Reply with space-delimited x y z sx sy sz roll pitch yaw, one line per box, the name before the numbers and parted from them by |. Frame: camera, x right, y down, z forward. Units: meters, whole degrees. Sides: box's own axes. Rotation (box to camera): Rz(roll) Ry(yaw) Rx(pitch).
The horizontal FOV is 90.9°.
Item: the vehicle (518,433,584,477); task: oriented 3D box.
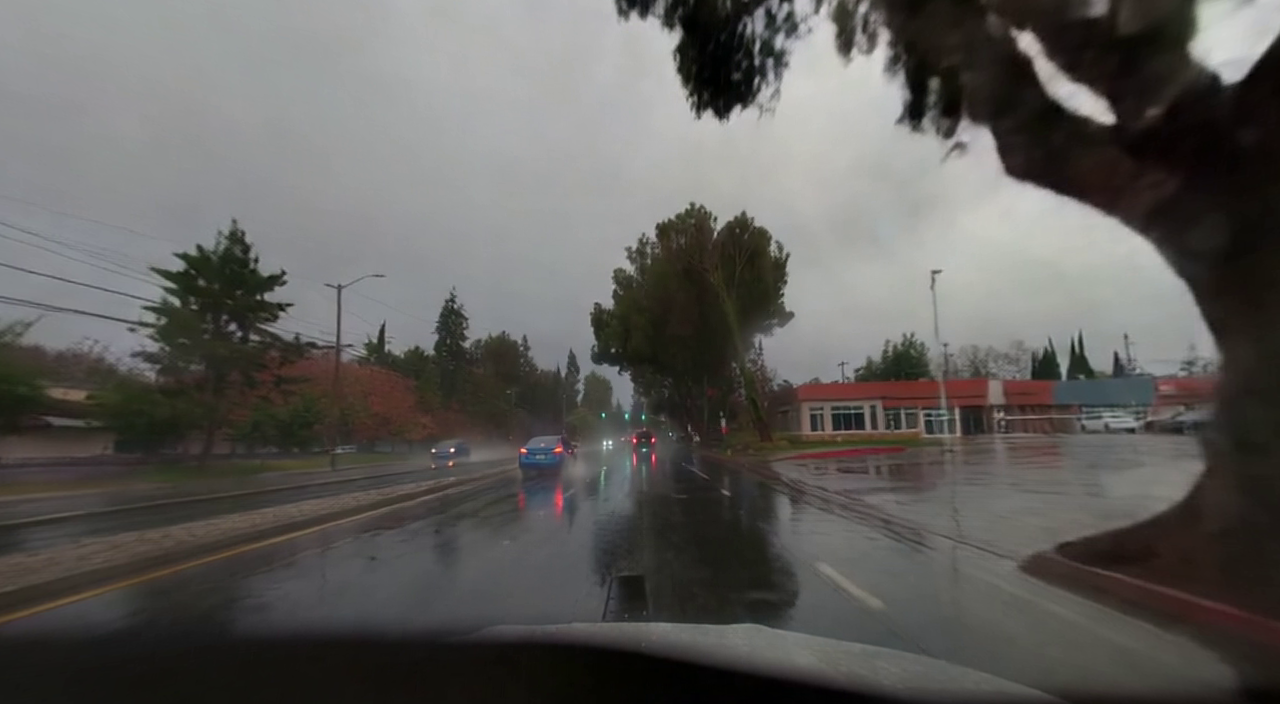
vehicle | -3.496 4.130 25.529 1.914 1.630 4.351 0 -8 2
